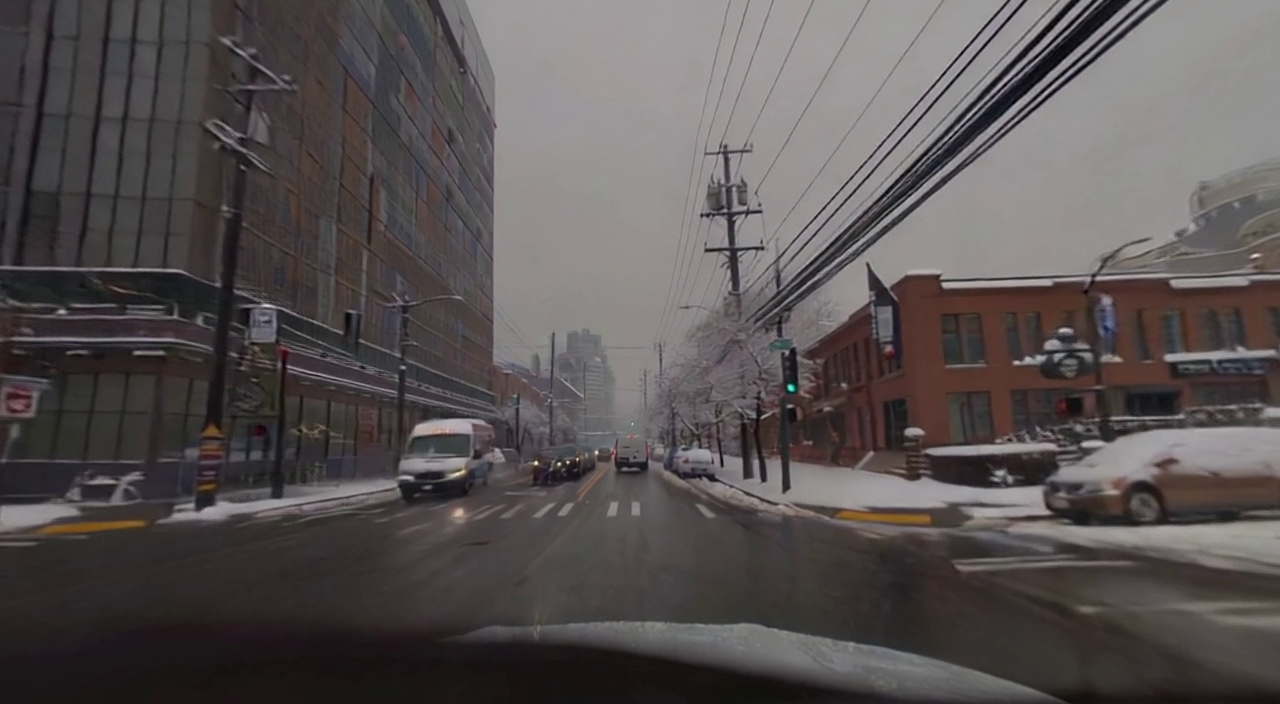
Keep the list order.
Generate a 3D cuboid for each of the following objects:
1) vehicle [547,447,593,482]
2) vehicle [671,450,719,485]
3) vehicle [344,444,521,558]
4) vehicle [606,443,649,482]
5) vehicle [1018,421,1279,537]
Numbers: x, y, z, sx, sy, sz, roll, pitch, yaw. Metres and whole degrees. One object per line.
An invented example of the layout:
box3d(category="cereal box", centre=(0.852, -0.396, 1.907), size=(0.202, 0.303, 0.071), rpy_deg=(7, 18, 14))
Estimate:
box3d(category="vehicle", centre=(-3.691, 5.999, 34.154), size=(1.983, 1.727, 4.294), rpy_deg=(0, -8, 0))
box3d(category="vehicle", centre=(2.700, 5.833, 32.182), size=(1.934, 1.633, 4.271), rpy_deg=(1, -8, -2))
box3d(category="vehicle", centre=(-3.501, 2.534, 11.599), size=(2.026, 1.616, 4.109), rpy_deg=(0, -8, -3))
box3d(category="vehicle", centre=(-0.708, 5.795, 33.533), size=(2.127, 1.893, 4.194), rpy_deg=(1, -8, -2))
box3d(category="vehicle", centre=(10.137, 2.232, 11.476), size=(4.966, 1.826, 2.209), rpy_deg=(-3, -9, 7))
